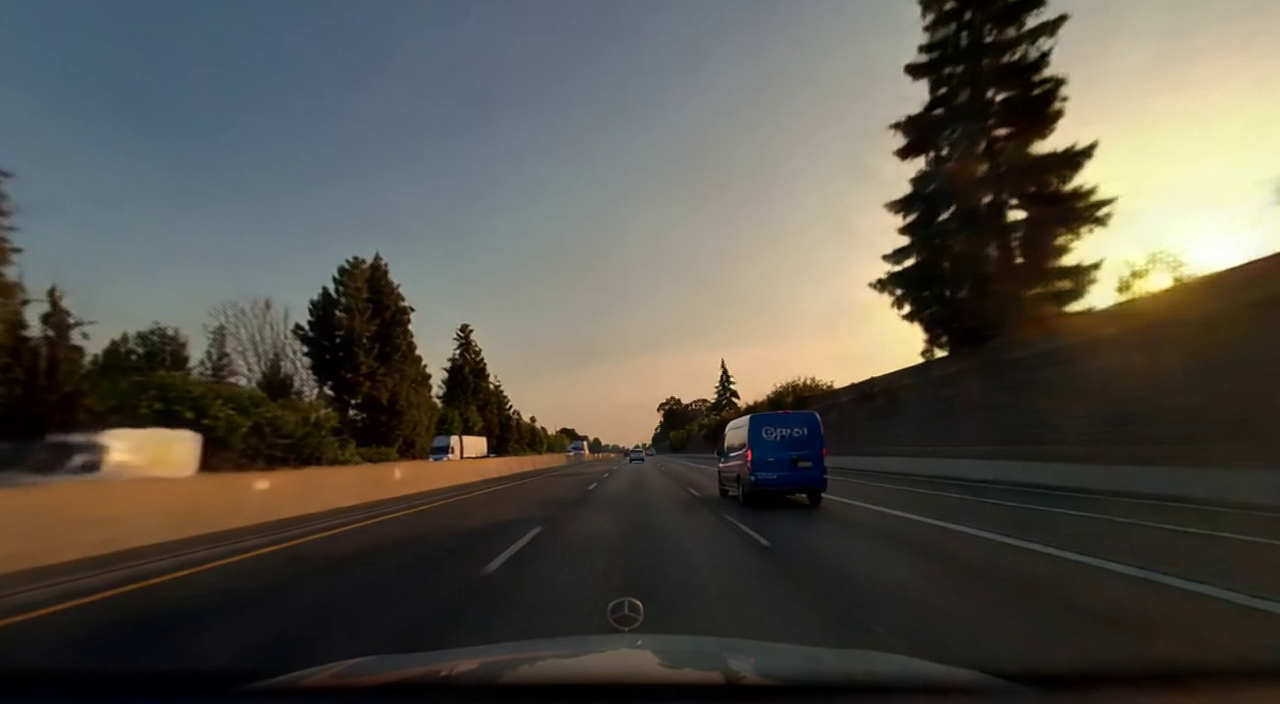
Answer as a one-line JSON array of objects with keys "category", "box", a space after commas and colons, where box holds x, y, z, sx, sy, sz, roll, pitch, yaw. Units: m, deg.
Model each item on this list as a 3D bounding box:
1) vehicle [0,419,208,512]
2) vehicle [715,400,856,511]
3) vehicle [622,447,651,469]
[{"category": "vehicle", "box": [-15.550, 3.173, 18.054, 2.275, 2.221, 5.772, 0, -9, 0]}, {"category": "vehicle", "box": [3.731, 2.863, 17.686, 2.373, 2.561, 5.922, 0, -9, -1]}, {"category": "vehicle", "box": [-0.266, 8.228, 49.086, 2.168, 1.653, 4.307, 0, -9, 0]}]
